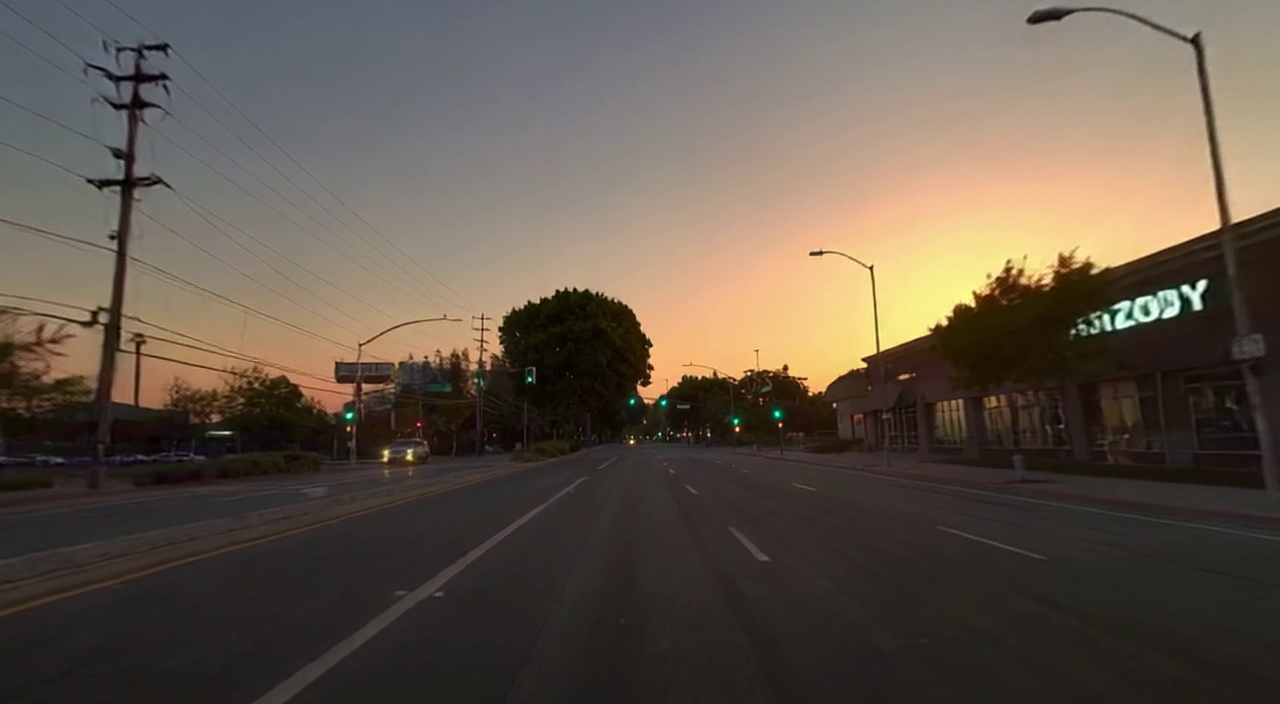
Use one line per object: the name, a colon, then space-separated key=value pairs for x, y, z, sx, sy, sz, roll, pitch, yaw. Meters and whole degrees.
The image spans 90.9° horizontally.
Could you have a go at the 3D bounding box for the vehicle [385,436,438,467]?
vehicle: x=-15.012 y=6.538 z=41.649 sx=2.208 sy=1.924 sz=5.018 roll=2 pitch=-8 yaw=-8
